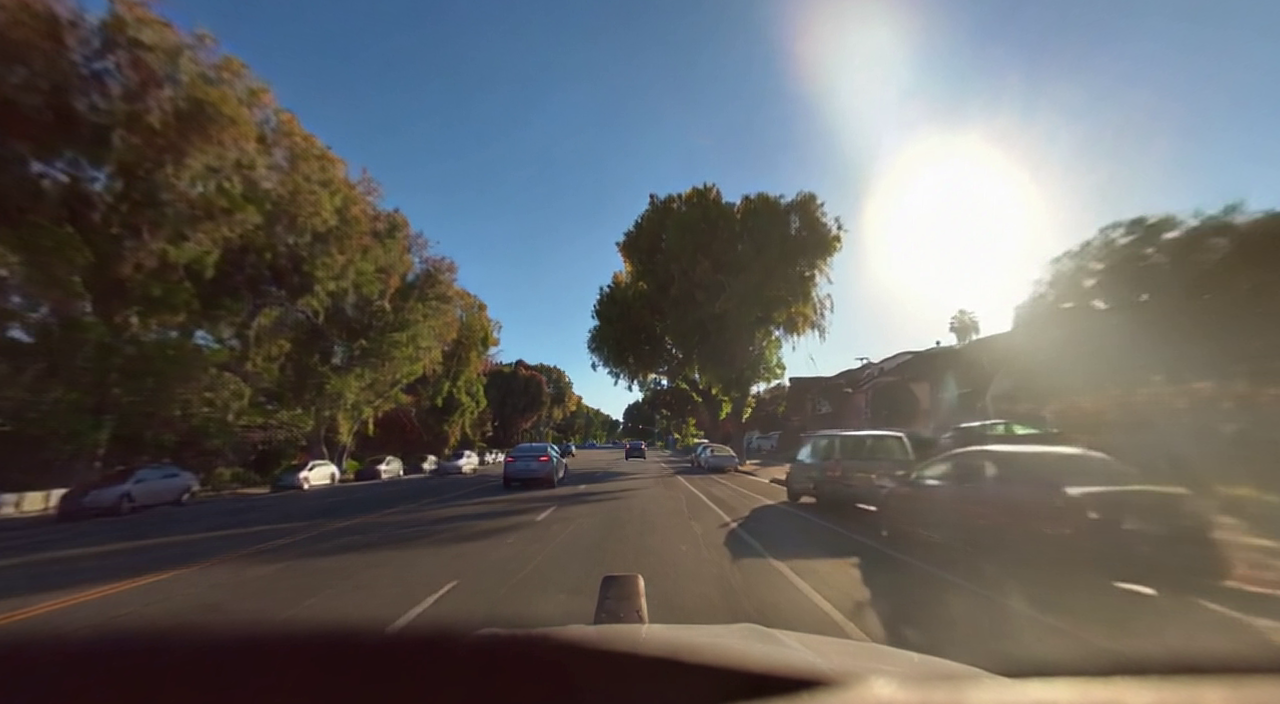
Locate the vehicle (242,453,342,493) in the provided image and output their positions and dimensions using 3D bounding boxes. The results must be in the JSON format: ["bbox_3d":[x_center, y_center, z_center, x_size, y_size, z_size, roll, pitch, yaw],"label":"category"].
[{"bbox_3d":[-14.546,5.058,26.706,1.847,1.494,4.189,0,-8,-1],"label":"vehicle"}]

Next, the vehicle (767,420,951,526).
[{"bbox_3d":[4.269,2.446,13.359,2.123,1.797,4.792,0,-8,0],"label":"vehicle"}]

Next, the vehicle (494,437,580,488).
[{"bbox_3d":[-3.251,3.582,20.843,2.027,1.477,4.413,0,-8,1],"label":"vehicle"}]

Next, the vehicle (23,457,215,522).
[{"bbox_3d":[-14.675,3.851,18.218,1.811,1.433,4.564,-5,-9,-2],"label":"vehicle"}]

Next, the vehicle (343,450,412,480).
[{"bbox_3d":[-14.617,6.308,35.467,1.898,1.530,4.675,0,-8,-1],"label":"vehicle"}]

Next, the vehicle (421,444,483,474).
[{"bbox_3d":[-9.902,5.645,33.550,1.985,1.502,4.253,0,-8,0],"label":"vehicle"}]

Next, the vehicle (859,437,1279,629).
[{"bbox_3d":[4.384,1.752,7.308,1.933,1.463,4.735,0,-8,-1],"label":"vehicle"}]

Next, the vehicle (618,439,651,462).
[{"bbox_3d":[-0.381,6.706,43.207,2.088,1.495,4.048,0,-8,-1],"label":"vehicle"}]

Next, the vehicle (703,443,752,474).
[{"bbox_3d":[4.285,5.278,31.592,1.890,1.459,4.371,0,-8,1],"label":"vehicle"}]
